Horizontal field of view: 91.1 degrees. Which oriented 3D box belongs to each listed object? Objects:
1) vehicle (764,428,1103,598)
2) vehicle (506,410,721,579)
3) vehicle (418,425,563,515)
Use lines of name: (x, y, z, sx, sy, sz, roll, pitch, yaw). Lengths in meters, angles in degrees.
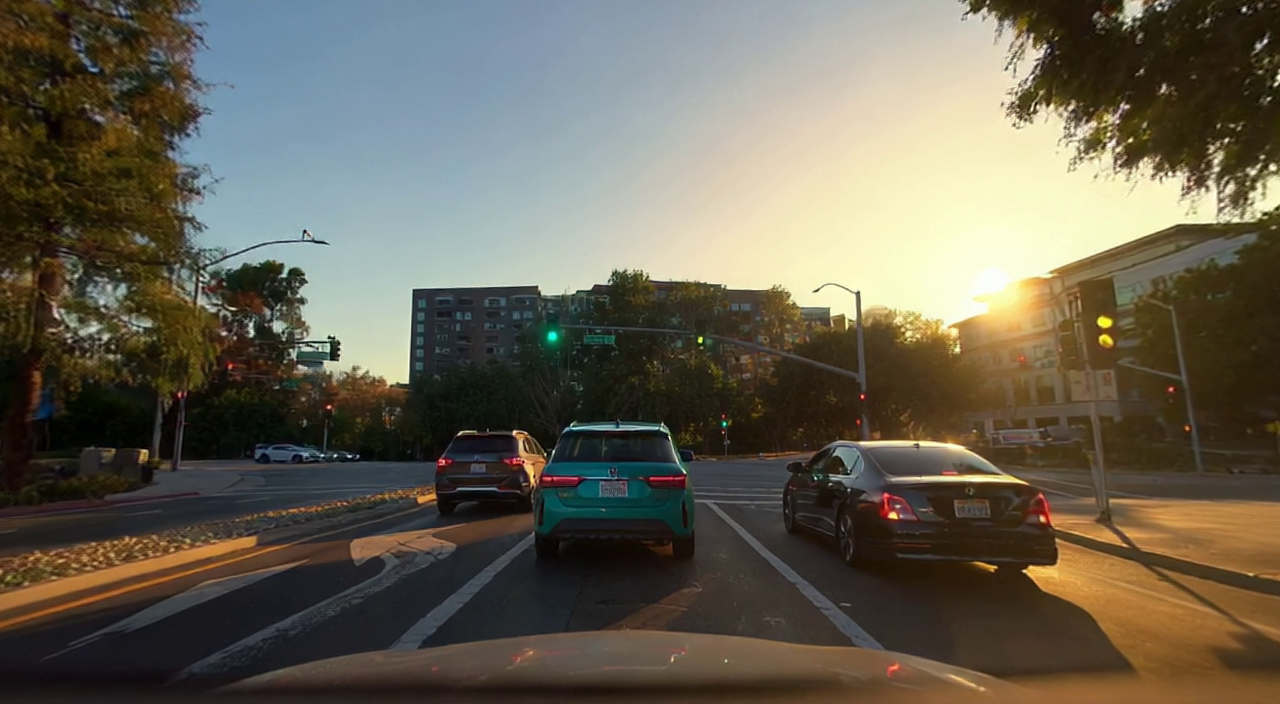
vehicle: (3.016, 1.751, 7.811, 2.056, 1.468, 4.520, 0, -8, 0)
vehicle: (-0.243, 1.718, 8.379, 2.108, 1.654, 4.235, 0, -8, 0)
vehicle: (-3.010, 2.483, 13.666, 1.987, 1.633, 4.005, 0, -8, 3)
